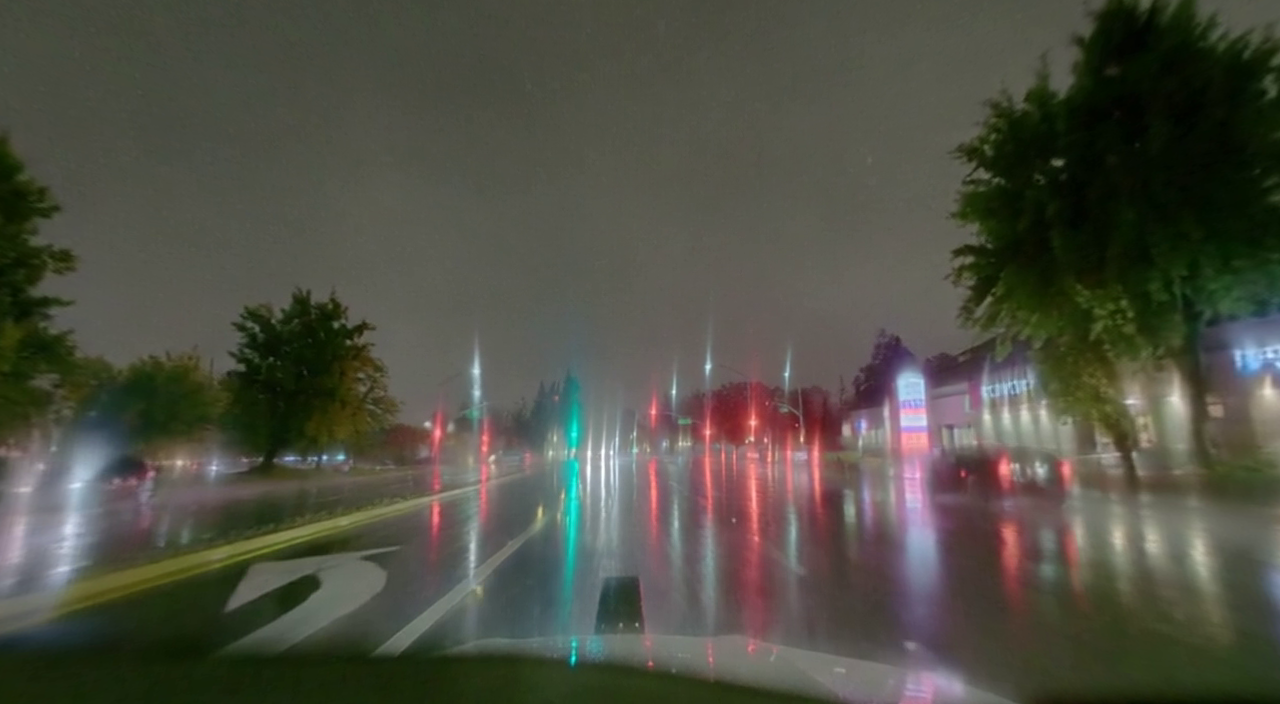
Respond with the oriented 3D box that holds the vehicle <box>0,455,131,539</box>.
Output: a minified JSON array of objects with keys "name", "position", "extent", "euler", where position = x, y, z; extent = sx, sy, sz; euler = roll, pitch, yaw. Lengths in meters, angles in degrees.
[{"name":"vehicle","position":[-12.851,3.133,14.344],"extent":[1.857,1.494,4.523],"euler":[6,-11,-38]}]

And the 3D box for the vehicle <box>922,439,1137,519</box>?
[{"name":"vehicle","position":[8.193,2.676,13.880],"extent":[1.936,1.460,4.258],"euler":[0,-8,-1]}]
